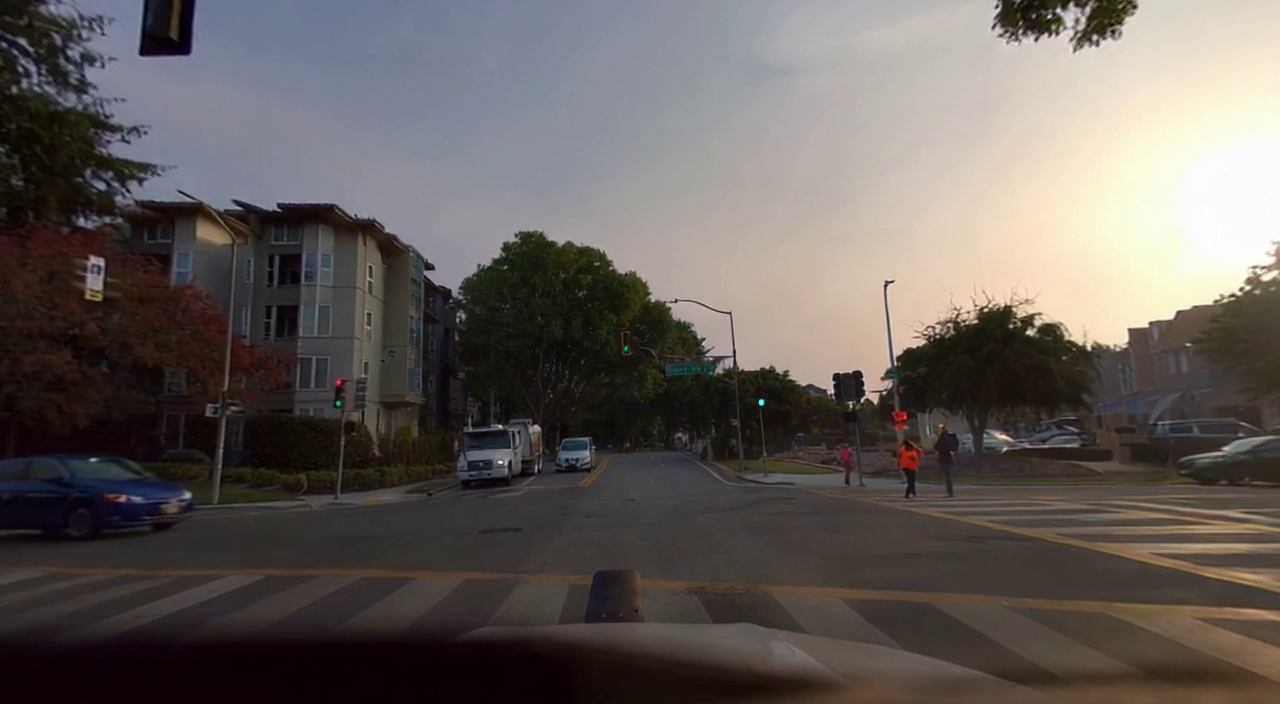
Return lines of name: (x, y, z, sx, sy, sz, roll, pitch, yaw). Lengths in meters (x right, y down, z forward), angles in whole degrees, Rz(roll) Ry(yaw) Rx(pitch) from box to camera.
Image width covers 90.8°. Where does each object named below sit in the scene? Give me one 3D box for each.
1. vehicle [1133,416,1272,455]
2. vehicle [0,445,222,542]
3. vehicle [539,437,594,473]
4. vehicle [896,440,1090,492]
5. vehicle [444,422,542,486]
vehicle: (33.273, 4.953, 37.493, 5.969, 2.225, 2.458, 0, -9, -4)
vehicle: (-11.188, 2.708, 12.497, 4.390, 1.700, 2.048, -1, -9, 4)
vehicle: (-3.683, 5.278, 32.496, 2.302, 1.708, 4.764, 0, -9, 0)
vehicle: (11.191, 3.626, 20.432, 5.158, 1.470, 2.012, -4, -10, 26)
vehicle: (-6.490, 4.651, 29.197, 2.896, 2.560, 7.322, 0, -8, -1)
